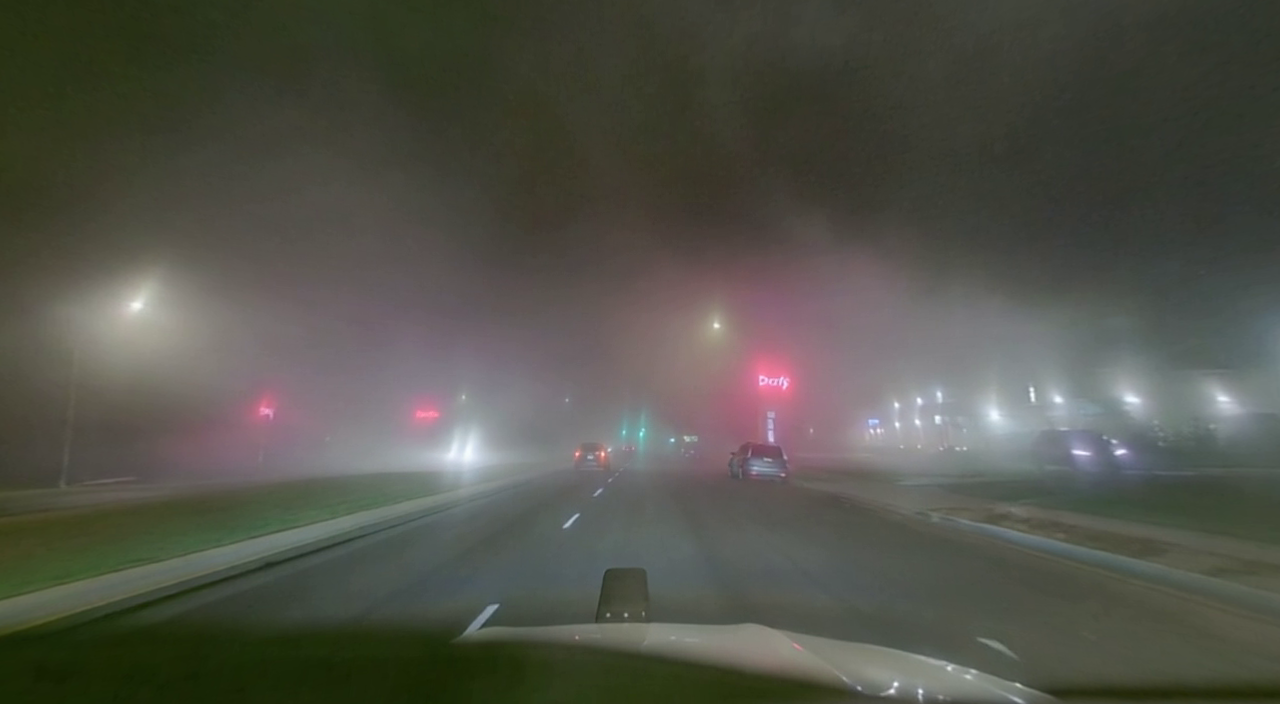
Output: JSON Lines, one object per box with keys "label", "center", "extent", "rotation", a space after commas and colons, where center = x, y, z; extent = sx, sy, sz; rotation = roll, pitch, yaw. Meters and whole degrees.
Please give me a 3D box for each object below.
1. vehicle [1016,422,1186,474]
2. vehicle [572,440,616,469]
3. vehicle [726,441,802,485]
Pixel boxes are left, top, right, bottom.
{"label": "vehicle", "center": [15.832, 3.360, 22.060], "extent": [2.259, 1.602, 4.606], "rotation": [0, -9, -4]}
{"label": "vehicle", "center": [-2.625, 6.005, 37.126], "extent": [2.176, 1.543, 4.335], "rotation": [0, -9, 1]}
{"label": "vehicle", "center": [4.631, 4.212, 24.198], "extent": [2.025, 1.500, 4.465], "rotation": [0, -9, 0]}
